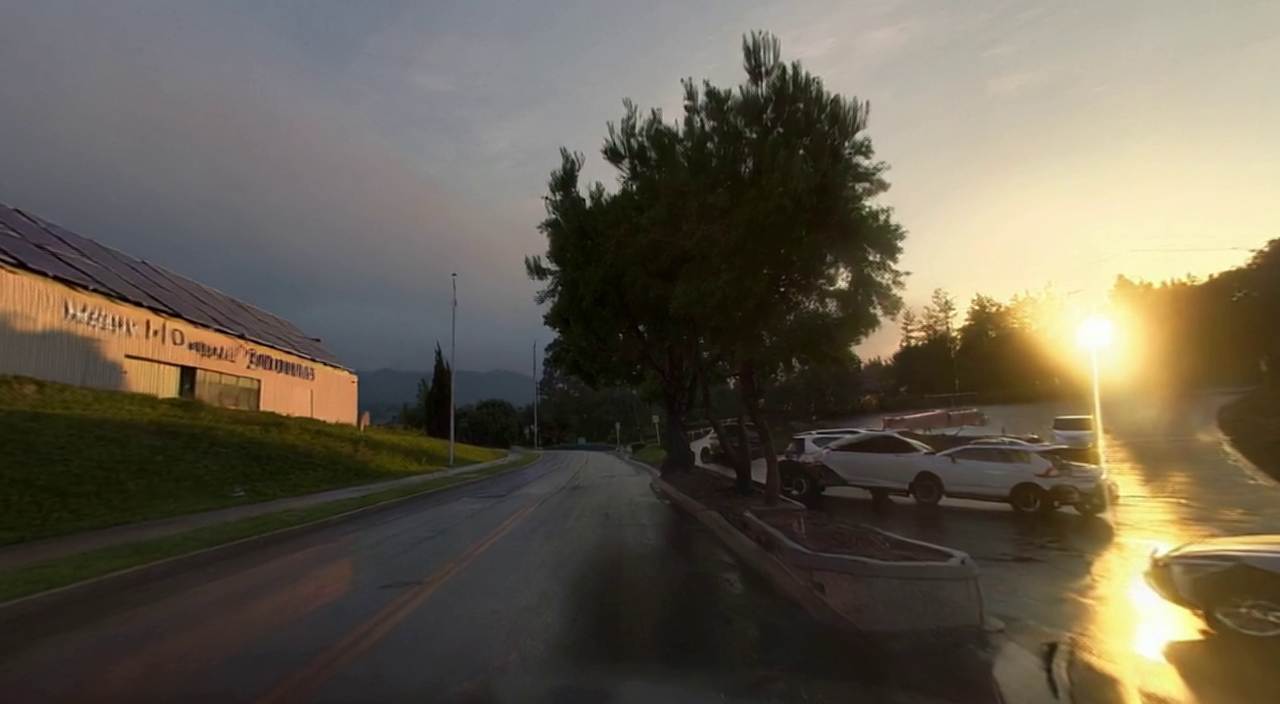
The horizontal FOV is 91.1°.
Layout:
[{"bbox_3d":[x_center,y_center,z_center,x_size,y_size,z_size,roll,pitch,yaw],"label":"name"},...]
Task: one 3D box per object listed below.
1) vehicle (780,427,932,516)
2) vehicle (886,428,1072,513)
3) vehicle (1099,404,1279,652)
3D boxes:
[{"bbox_3d":[5.112,2.884,15.606,1.977,1.860,4.237,0,-9,-4],"label":"vehicle"},{"bbox_3d":[7.913,2.810,15.312,1.924,1.713,4.627,0,-9,0],"label":"vehicle"},{"bbox_3d":[6.531,1.317,4.552,2.113,1.945,4.546,4,-10,-26],"label":"vehicle"}]
